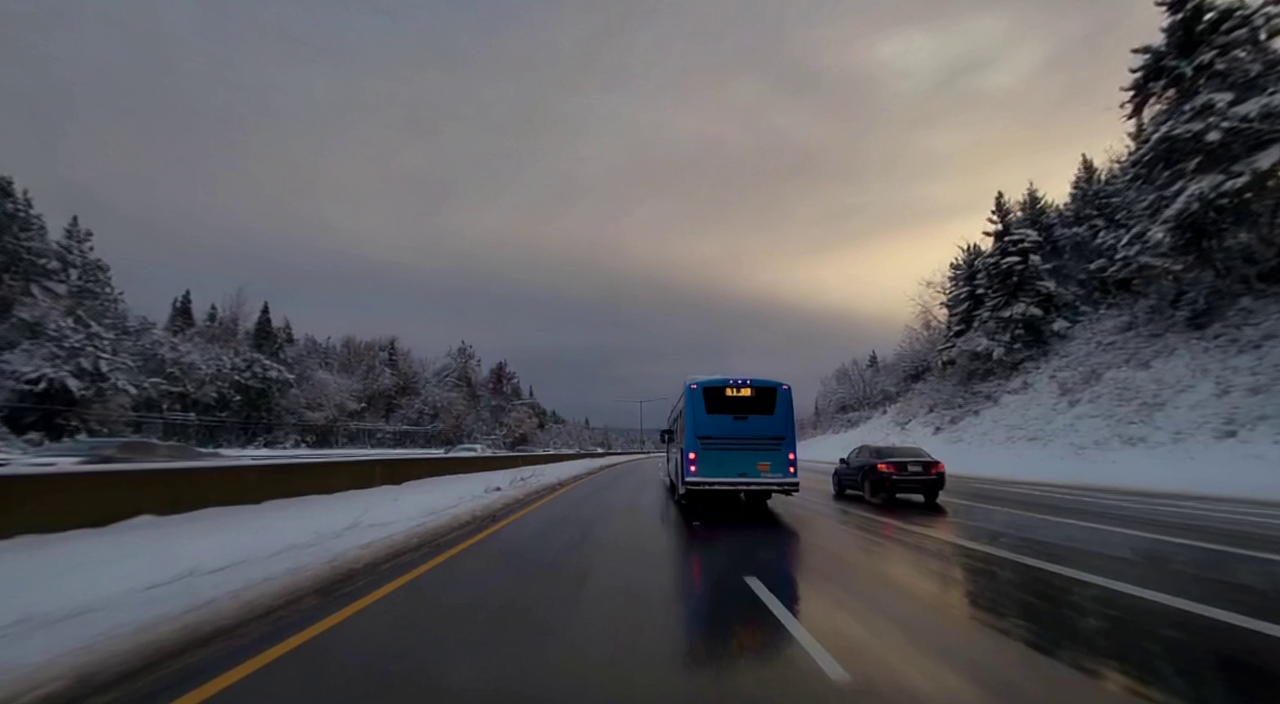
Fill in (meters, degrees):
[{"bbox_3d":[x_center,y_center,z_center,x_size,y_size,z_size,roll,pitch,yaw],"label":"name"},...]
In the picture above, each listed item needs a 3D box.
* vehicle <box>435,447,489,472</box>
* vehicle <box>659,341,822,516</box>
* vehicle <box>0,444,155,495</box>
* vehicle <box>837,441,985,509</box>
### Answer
[{"bbox_3d":[-11.491,6.970,41.174,2.012,1.527,4.519,-1,-9,3],"label":"vehicle"},{"bbox_3d":[2.246,2.632,20.195,3.144,3.580,14.591,0,-9,1],"label":"vehicle"},{"bbox_3d":[-21.877,4.510,24.722,2.032,1.761,4.536,0,-9,2],"label":"vehicle"},{"bbox_3d":[7.010,3.182,16.978,2.047,1.479,4.593,-3,-8,2],"label":"vehicle"}]
